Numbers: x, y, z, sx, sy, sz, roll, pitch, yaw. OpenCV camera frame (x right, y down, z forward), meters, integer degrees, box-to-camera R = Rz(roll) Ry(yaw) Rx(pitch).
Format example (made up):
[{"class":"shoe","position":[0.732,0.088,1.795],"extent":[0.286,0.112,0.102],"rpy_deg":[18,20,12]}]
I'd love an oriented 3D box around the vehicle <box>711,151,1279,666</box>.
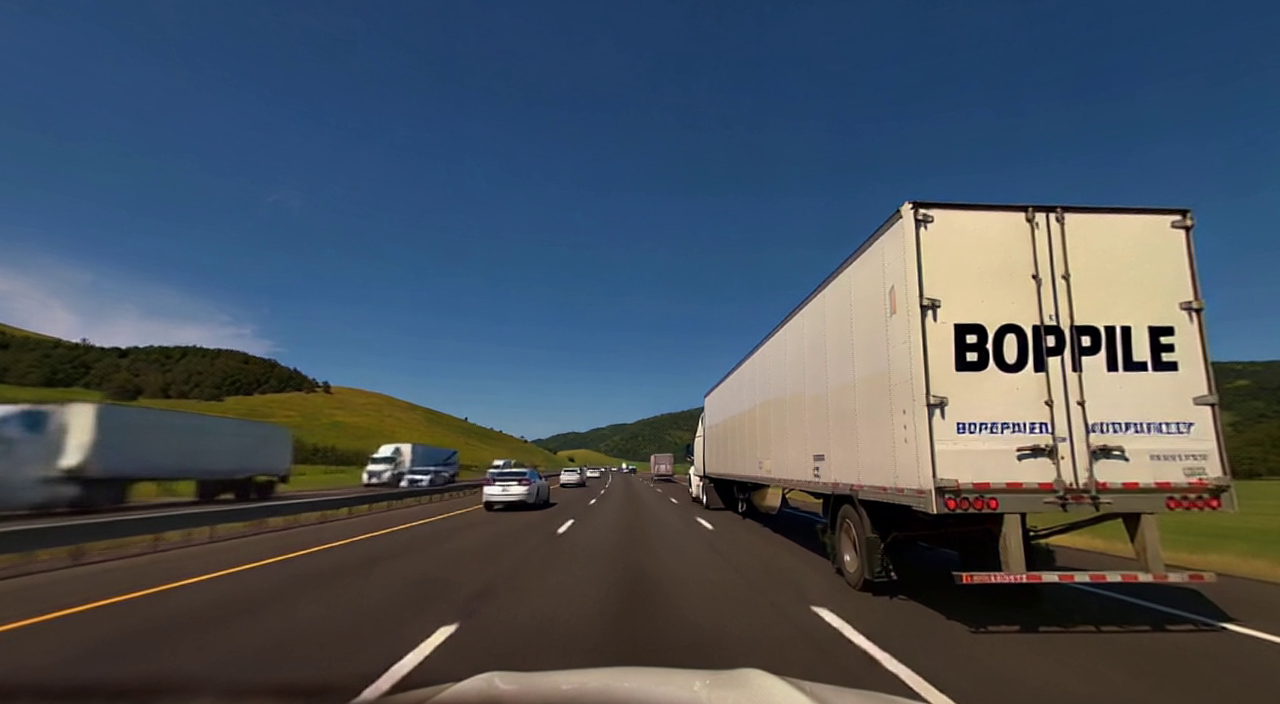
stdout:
[{"class":"vehicle","position":[3.713,1.600,11.898],"extent":[2.839,4.062,14.051],"rpy_deg":[1,-11,-1]}]

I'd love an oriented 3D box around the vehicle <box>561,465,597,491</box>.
[{"class":"vehicle","position":[-4.131,8.621,43.180],"extent":[2.063,1.671,4.197],"rpy_deg":[1,-11,0]}]

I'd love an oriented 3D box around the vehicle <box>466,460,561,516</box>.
[{"class":"vehicle","position":[-3.952,4.386,20.643],"extent":[2.088,1.566,4.853],"rpy_deg":[1,-11,0]}]

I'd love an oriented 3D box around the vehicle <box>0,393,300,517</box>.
[{"class":"vehicle","position":[-19.966,4.566,27.050],"extent":[2.917,3.889,14.334],"rpy_deg":[1,-11,-1]}]

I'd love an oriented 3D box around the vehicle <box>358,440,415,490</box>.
[{"class":"vehicle","position":[-20.030,8.975,49.945],"extent":[2.859,3.706,3.474],"rpy_deg":[1,-11,-1]}]
